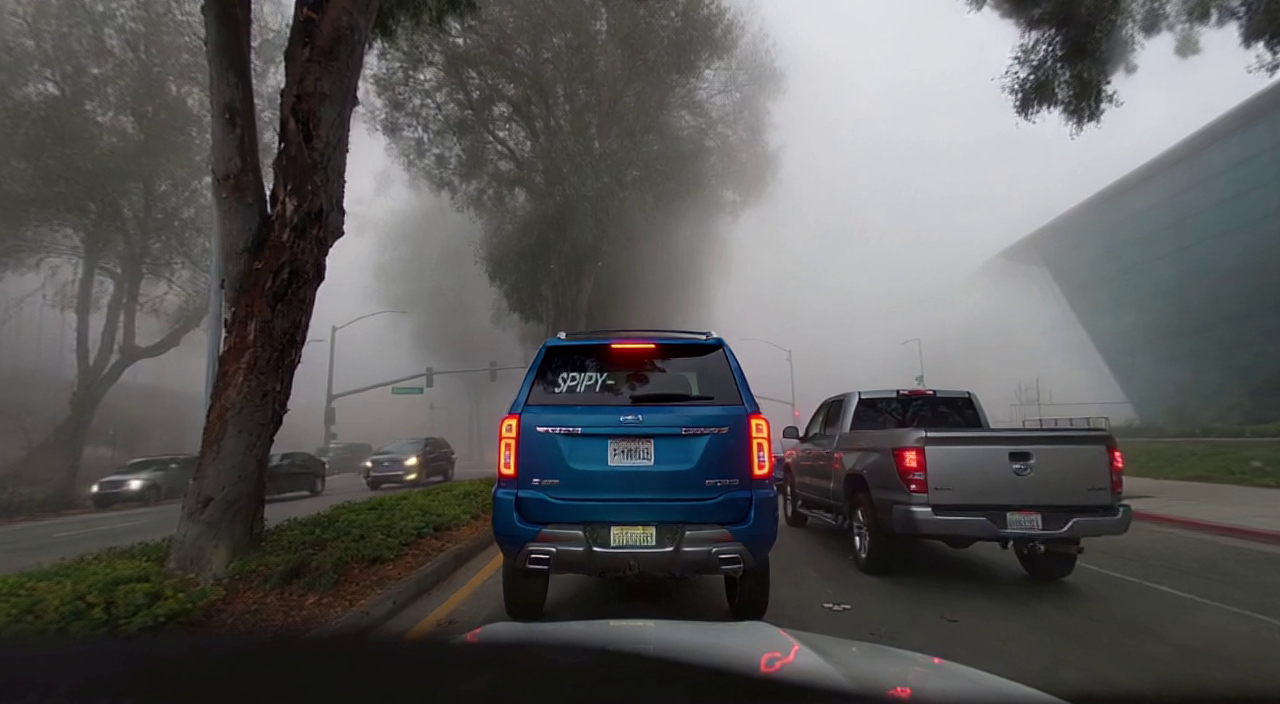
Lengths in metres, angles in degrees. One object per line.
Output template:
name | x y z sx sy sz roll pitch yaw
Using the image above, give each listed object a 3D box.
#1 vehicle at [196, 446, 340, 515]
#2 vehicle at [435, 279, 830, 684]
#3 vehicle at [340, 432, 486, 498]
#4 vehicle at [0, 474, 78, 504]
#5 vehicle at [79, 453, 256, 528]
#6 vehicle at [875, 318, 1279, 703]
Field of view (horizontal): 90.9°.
vehicle | -12.533 4.287 21.710 2.111 1.917 4.758 -4 -8 0
vehicle | 0.010 1.040 5.948 2.267 2.372 4.366 0 -8 2
vehicle | -8.909 4.519 26.025 2.873 2.199 8.099 -2 -9 1
vehicle | -37.560 8.285 38.259 1.813 1.546 4.785 -3 -9 19
vehicle | -16.292 4.728 22.166 2.637 2.293 4.494 0 -8 0
vehicle | 3.080 0.984 3.484 2.022 1.700 4.410 0 -8 3
